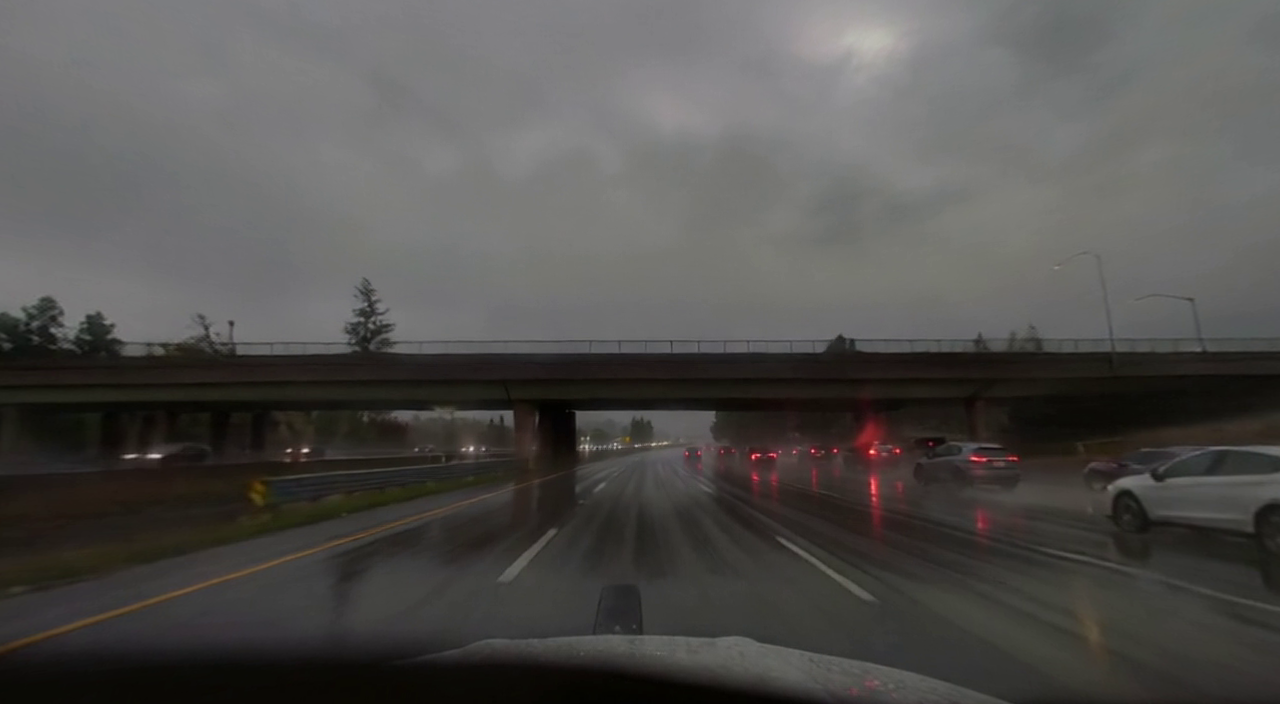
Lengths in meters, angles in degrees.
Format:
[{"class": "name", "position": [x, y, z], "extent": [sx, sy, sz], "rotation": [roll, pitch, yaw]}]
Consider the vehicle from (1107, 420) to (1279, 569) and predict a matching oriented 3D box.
[{"class": "vehicle", "position": [7.935, 1.606, 7.210], "extent": [1.862, 1.613, 4.316], "rotation": [0, -9, 0]}]
